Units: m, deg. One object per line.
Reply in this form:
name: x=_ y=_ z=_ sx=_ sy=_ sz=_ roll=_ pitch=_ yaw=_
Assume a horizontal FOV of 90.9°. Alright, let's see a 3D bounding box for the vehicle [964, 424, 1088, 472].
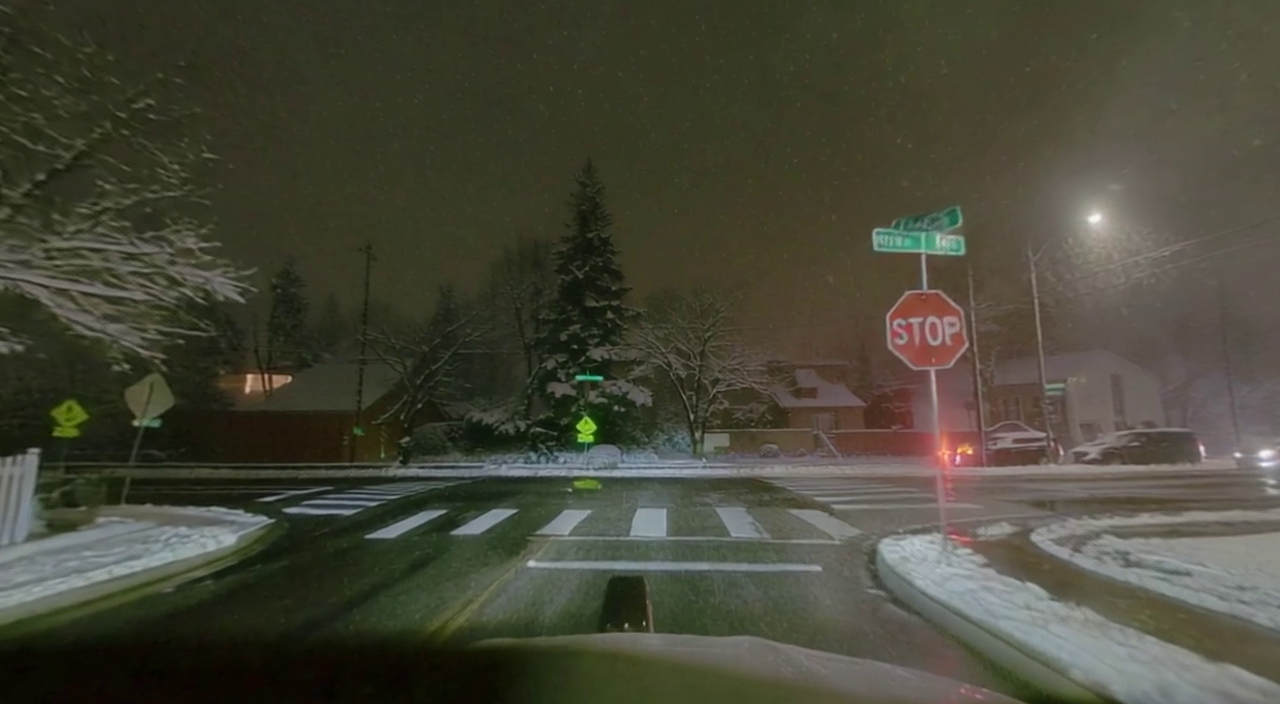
vehicle: x=18.855 y=4.729 z=31.023 sx=2.395 sy=2.164 sz=4.475 roll=5 pitch=-10 yaw=-28
